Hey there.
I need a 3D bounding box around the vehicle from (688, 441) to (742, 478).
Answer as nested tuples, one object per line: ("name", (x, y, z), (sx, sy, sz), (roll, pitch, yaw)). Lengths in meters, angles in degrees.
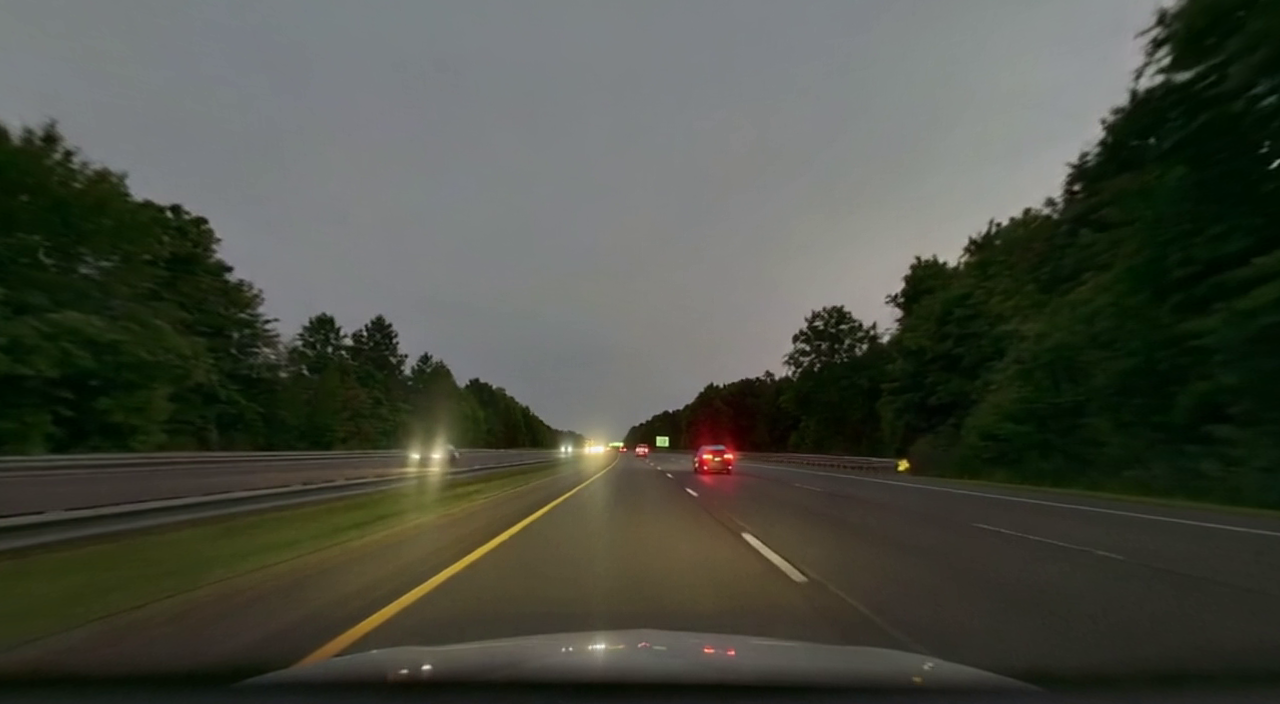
("vehicle", (3.583, 5.239, 30.876), (1.933, 1.663, 4.440), (0, -9, -2))
